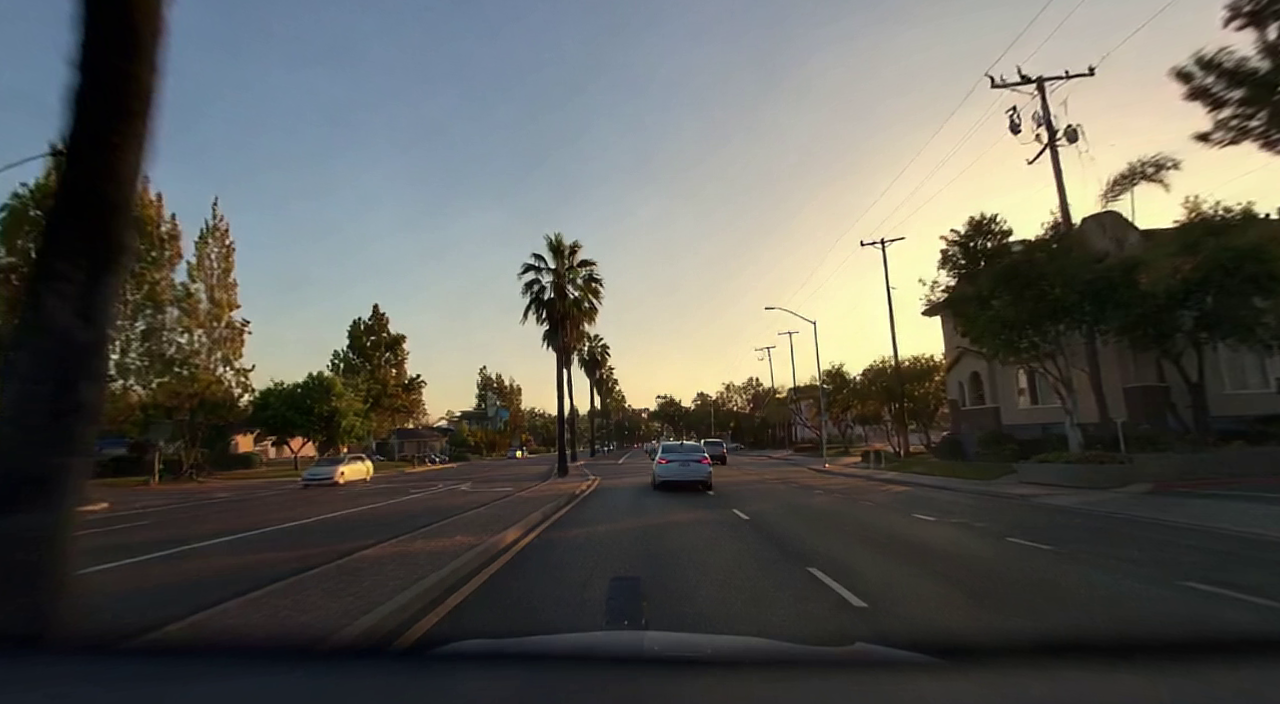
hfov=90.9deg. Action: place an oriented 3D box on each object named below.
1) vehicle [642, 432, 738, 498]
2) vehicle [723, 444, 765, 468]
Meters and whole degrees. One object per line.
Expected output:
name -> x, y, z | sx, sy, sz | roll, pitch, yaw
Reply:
vehicle -> 1.291, 3.229, 18.400 | 2.289, 1.679, 4.180 | 0, -9, -2
vehicle -> 6.728, 6.792, 41.254 | 1.897, 1.477, 4.360 | 0, -9, -1
